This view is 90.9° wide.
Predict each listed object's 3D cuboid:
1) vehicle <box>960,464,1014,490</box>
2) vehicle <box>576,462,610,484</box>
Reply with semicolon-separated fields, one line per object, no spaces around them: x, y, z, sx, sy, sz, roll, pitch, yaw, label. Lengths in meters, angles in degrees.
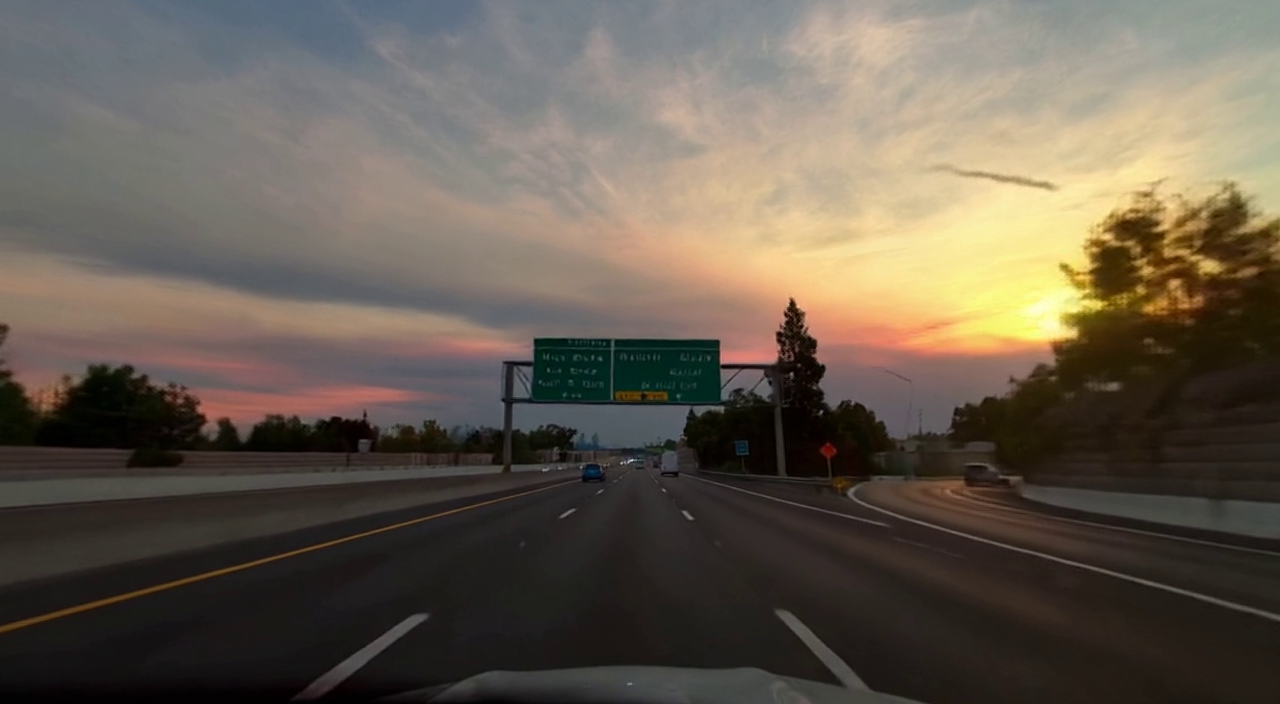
25.972;9.346;47.094;2.164;1.781;5.018;-9;-14;43;vehicle
-3.348;8.836;45.984;2.045;1.487;4.582;1;-10;1;vehicle
